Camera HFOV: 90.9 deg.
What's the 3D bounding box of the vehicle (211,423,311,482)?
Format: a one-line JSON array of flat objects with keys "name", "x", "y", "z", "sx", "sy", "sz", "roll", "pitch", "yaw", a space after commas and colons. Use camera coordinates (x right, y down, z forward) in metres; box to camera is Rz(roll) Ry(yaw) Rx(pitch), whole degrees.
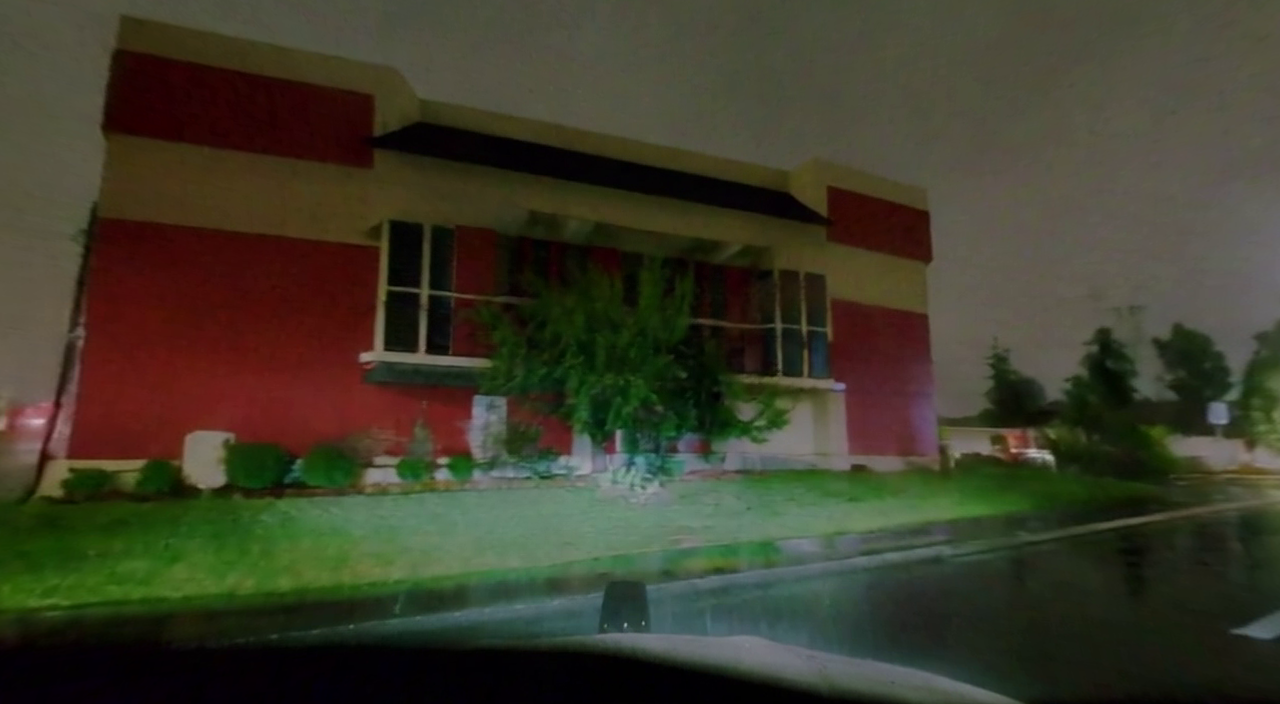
[{"name": "vehicle", "x": -12.430, "y": 3.217, "z": 20.795, "sx": 2.449, "sy": 1.666, "sz": 5.035, "roll": 4, "pitch": -8, "yaw": -30}]
